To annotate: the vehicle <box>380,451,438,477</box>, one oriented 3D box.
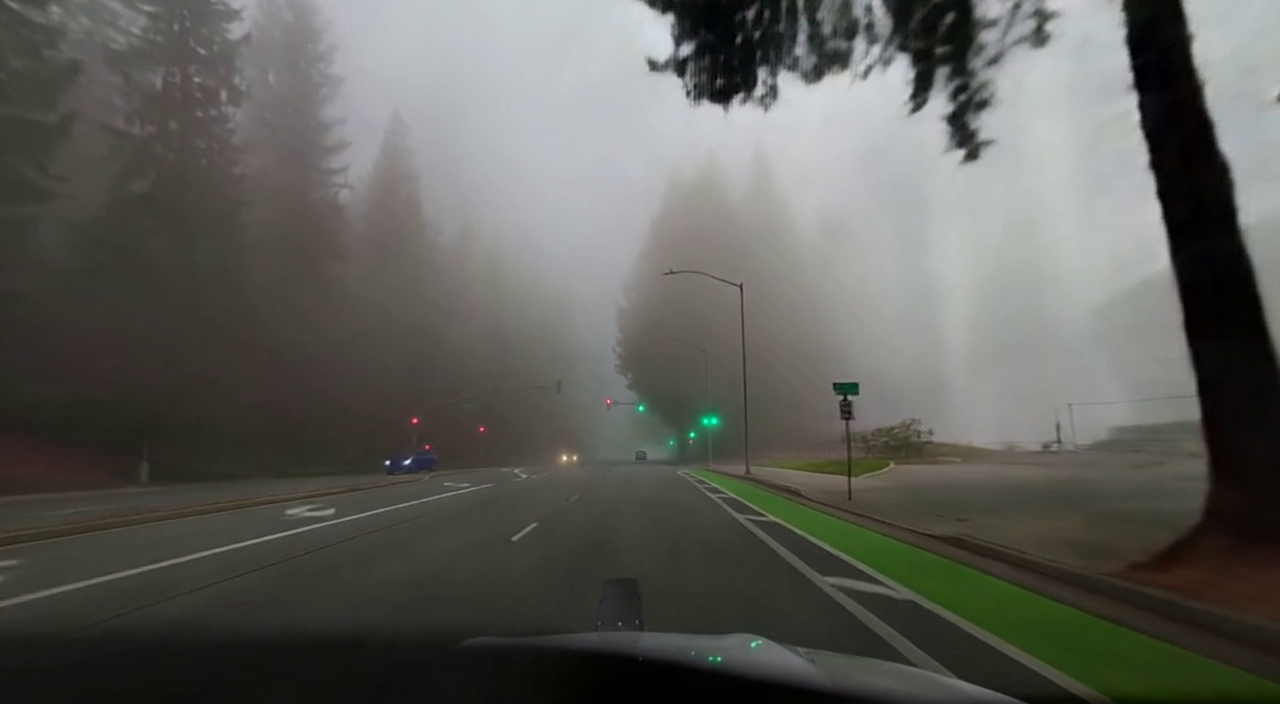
[{"bbox_3d":[-15.090,7.317,41.468,1.910,1.544,4.387,-1,-8,4],"label":"vehicle"}]
